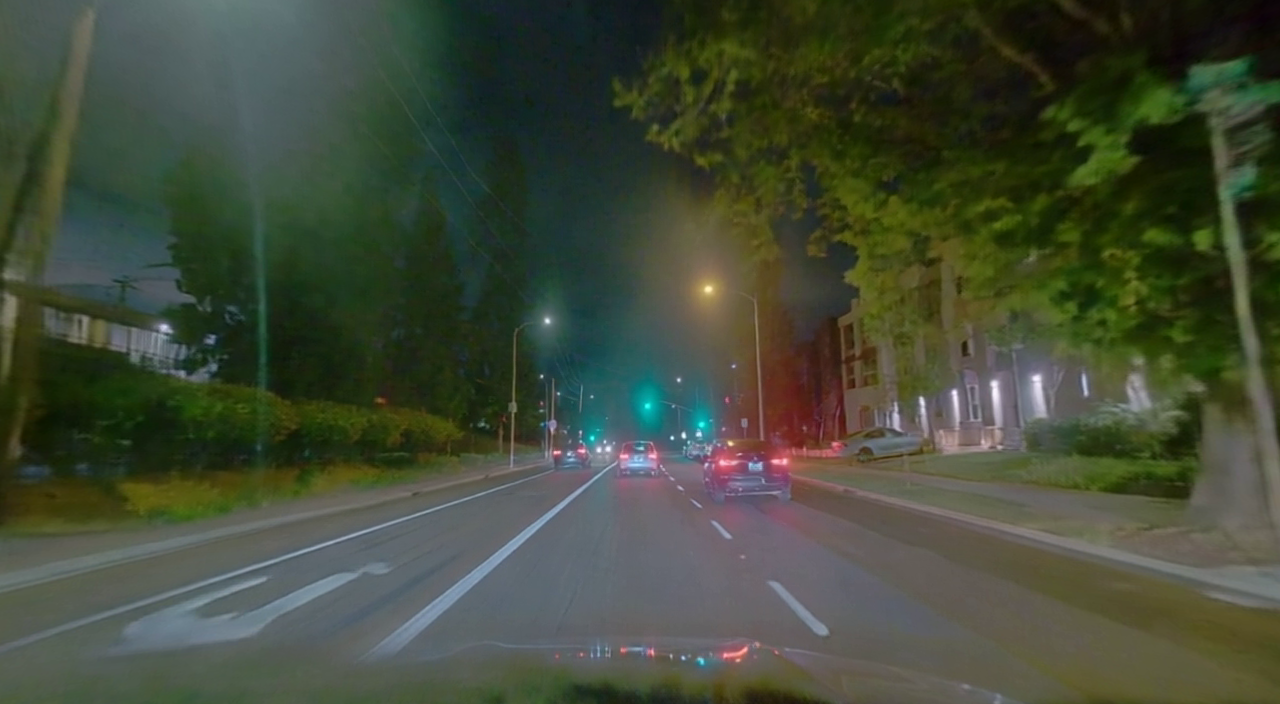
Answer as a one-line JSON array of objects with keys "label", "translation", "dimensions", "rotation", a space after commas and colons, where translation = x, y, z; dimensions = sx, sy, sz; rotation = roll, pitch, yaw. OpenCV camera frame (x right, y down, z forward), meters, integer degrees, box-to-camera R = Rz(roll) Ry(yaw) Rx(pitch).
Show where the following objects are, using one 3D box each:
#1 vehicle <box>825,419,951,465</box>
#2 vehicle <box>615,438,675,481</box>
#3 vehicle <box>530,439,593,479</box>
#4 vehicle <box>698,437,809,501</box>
[{"label": "vehicle", "translation": [13.780, 5.044, 35.342], "dimensions": [5.929, 1.970, 2.381], "rotation": [-5, -8, -2]}, {"label": "vehicle", "translation": [0.172, 4.095, 24.348], "dimensions": [2.101, 1.467, 4.210], "rotation": [0, -8, 0]}, {"label": "vehicle", "translation": [-3.205, 4.466, 26.581], "dimensions": [2.012, 1.505, 4.205], "rotation": [0, -8, 1]}, {"label": "vehicle", "translation": [2.899, 3.099, 17.191], "dimensions": [2.158, 1.483, 4.415], "rotation": [0, -8, 0]}]
